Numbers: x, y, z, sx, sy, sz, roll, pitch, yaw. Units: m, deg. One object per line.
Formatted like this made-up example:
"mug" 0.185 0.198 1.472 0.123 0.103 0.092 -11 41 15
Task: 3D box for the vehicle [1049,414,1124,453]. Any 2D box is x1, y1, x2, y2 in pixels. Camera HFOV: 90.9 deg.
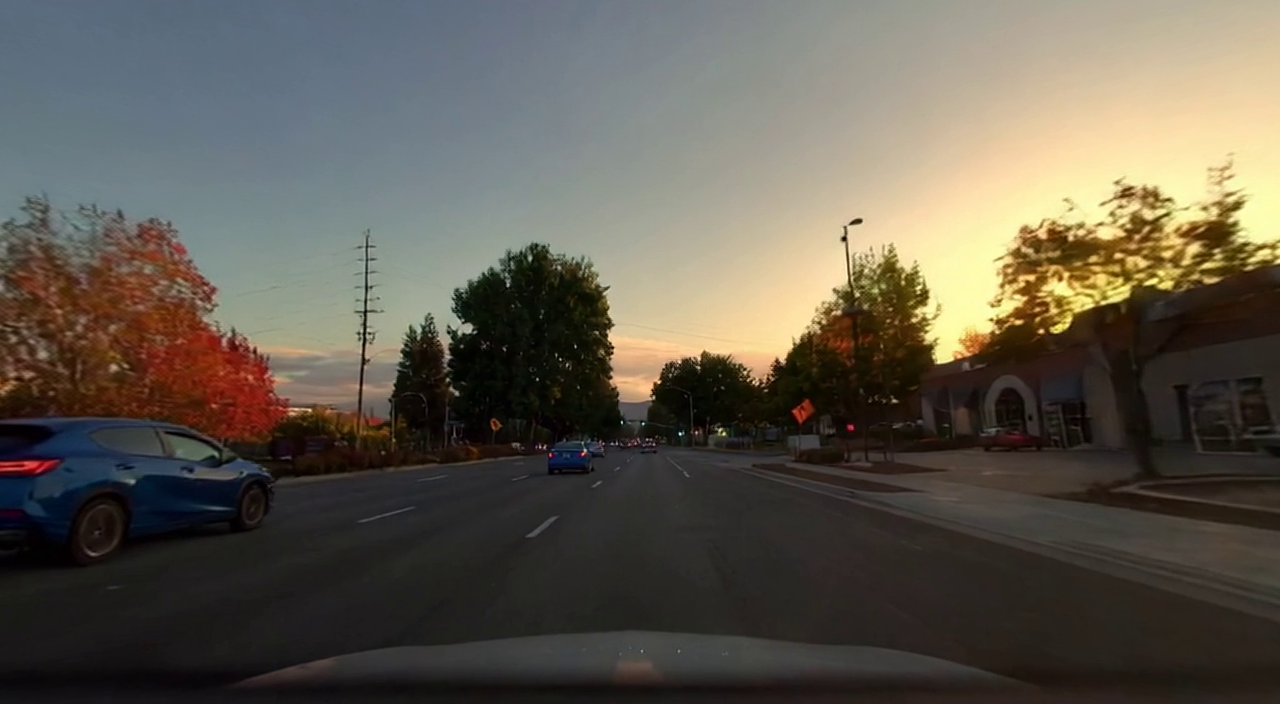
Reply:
"vehicle" 24.979 4.601 35.492 2.342 2.007 5.843 -3 -9 25

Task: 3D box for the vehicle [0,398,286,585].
"vehicle" -6.911 1.625 8.076 2.043 1.726 4.472 0 -8 1

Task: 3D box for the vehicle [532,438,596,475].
"vehicle" -3.226 4.544 27.658 2.152 1.479 4.394 0 -9 1
